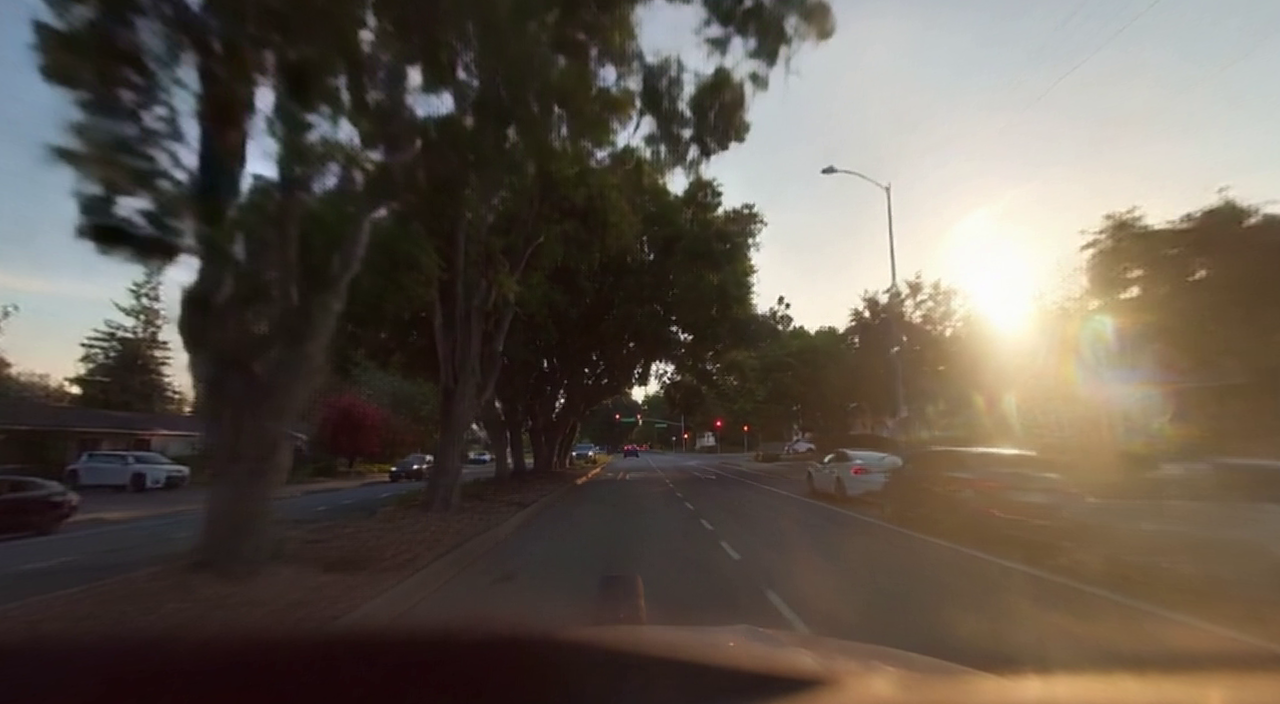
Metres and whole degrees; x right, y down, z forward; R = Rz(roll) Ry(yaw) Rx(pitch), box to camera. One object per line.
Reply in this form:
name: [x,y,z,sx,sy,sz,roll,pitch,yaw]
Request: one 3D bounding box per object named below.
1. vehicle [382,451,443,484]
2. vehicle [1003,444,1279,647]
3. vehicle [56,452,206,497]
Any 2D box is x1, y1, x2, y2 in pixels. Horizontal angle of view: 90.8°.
vehicle: [-13.005,6.619,36.418,1.916,1.754,4.337,0,-9,-1]
vehicle: [5.582,1.587,5.757,1.875,1.466,4.355,0,-9,-1]
vehicle: [-20.853,4.999,26.037,4.417,1.754,1.946,0,-9,-1]
